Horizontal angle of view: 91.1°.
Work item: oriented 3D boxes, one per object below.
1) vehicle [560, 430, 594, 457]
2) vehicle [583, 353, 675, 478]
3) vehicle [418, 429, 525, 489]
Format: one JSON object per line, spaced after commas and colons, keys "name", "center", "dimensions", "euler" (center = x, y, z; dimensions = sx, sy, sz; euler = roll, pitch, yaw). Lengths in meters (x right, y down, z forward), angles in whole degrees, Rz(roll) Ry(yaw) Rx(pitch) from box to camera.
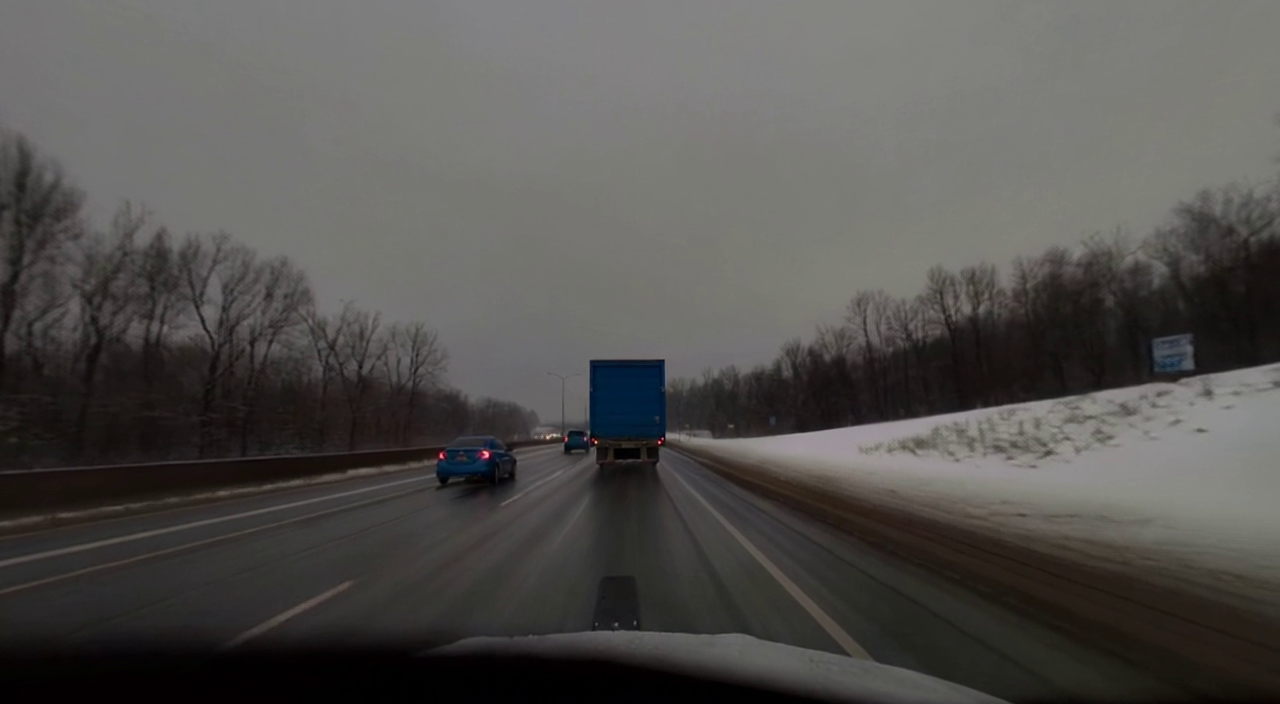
{"name": "vehicle", "center": [-4.558, 6.698, 46.080], "dimensions": [2.019, 1.834, 4.644], "euler": [0, -8, 0]}
{"name": "vehicle", "center": [-0.452, 2.714, 25.427], "dimensions": [2.953, 4.041, 10.072], "euler": [0, -8, -1]}
{"name": "vehicle", "center": [-4.800, 3.087, 18.628], "dimensions": [1.931, 1.539, 4.441], "euler": [0, -8, 0]}
